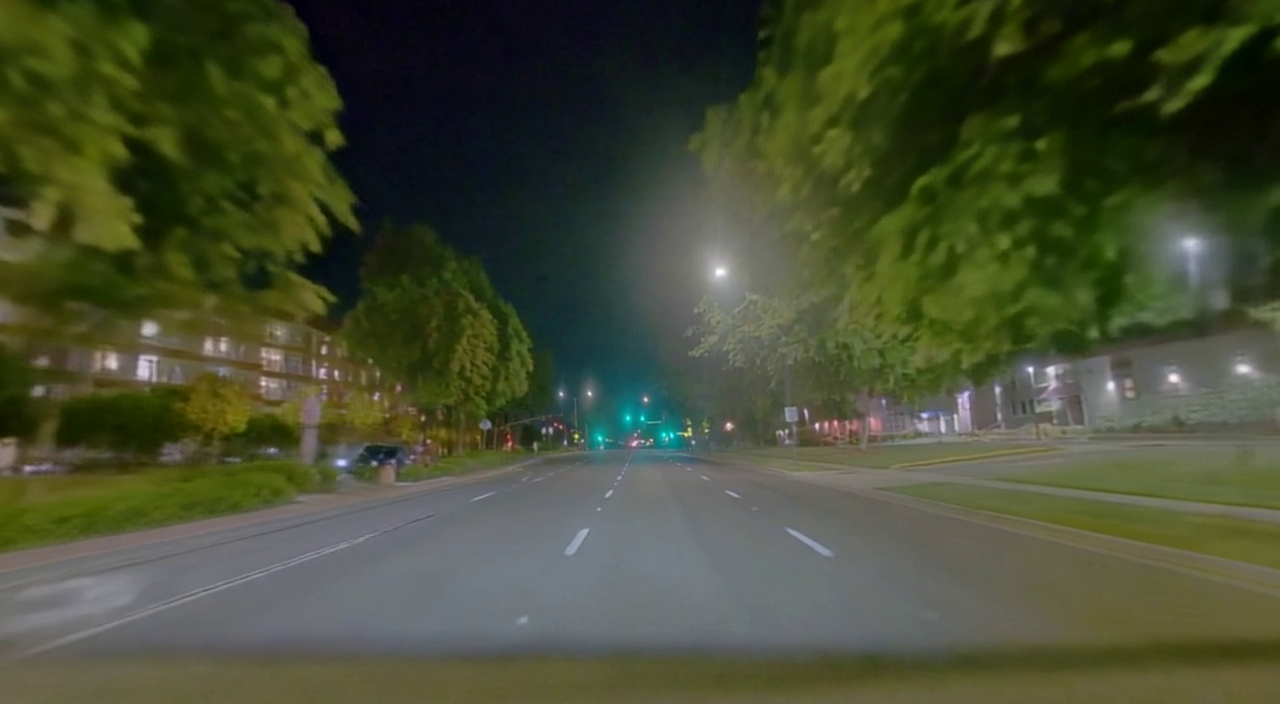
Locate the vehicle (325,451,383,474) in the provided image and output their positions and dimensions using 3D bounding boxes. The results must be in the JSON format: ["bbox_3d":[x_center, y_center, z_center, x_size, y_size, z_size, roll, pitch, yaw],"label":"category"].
[{"bbox_3d":[-19.705,7.600,43.628,1.863,1.486,4.500,0,-8,0],"label":"vehicle"}]
